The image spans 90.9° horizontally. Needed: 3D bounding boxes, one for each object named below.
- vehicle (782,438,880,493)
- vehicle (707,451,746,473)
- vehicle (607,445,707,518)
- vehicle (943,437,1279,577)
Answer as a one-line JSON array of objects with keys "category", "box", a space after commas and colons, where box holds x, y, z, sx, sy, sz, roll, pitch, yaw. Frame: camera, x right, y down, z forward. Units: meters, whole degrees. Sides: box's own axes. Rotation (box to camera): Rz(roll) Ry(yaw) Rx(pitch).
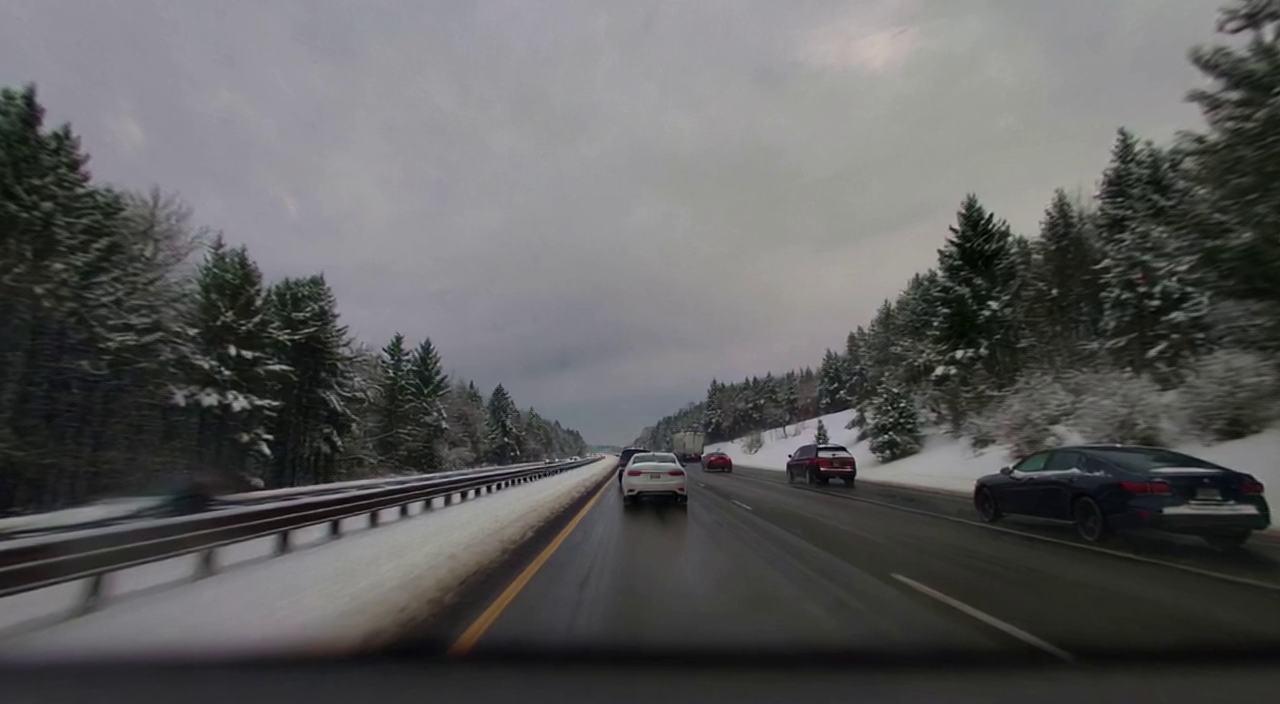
[{"category": "vehicle", "box": [6.534, 3.937, 22.067, 1.980, 1.702, 4.235, 0, -9, -2]}, {"category": "vehicle", "box": [6.112, 7.779, 44.791, 1.921, 1.451, 3.841, 0, -9, -5]}, {"category": "vehicle", "box": [0.324, 3.003, 15.064, 2.076, 1.485, 3.774, 0, -9, -1]}, {"category": "vehicle", "box": [6.316, 2.003, 8.920, 1.965, 1.484, 4.090, 0, -9, 0]}]
